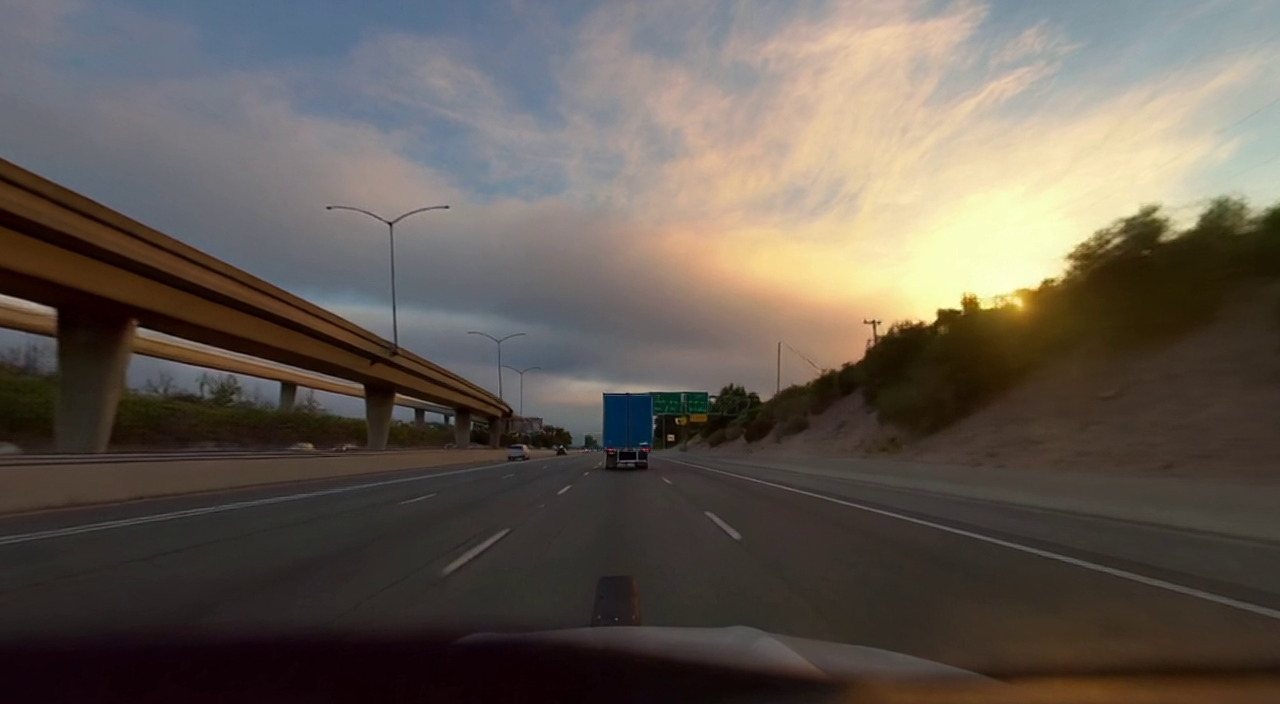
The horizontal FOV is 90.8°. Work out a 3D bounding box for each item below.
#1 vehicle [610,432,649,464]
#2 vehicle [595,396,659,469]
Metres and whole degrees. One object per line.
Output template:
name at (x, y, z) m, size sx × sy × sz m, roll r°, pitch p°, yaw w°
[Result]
vehicle at (-0.605, 5.389, 35.526) m, size 2.052 × 1.666 × 4.358 m, roll 1°, pitch -9°, yaw -2°
vehicle at (-0.697, 5.033, 38.158) m, size 3.233 × 3.678 × 11.032 m, roll 1°, pitch -9°, yaw 0°
